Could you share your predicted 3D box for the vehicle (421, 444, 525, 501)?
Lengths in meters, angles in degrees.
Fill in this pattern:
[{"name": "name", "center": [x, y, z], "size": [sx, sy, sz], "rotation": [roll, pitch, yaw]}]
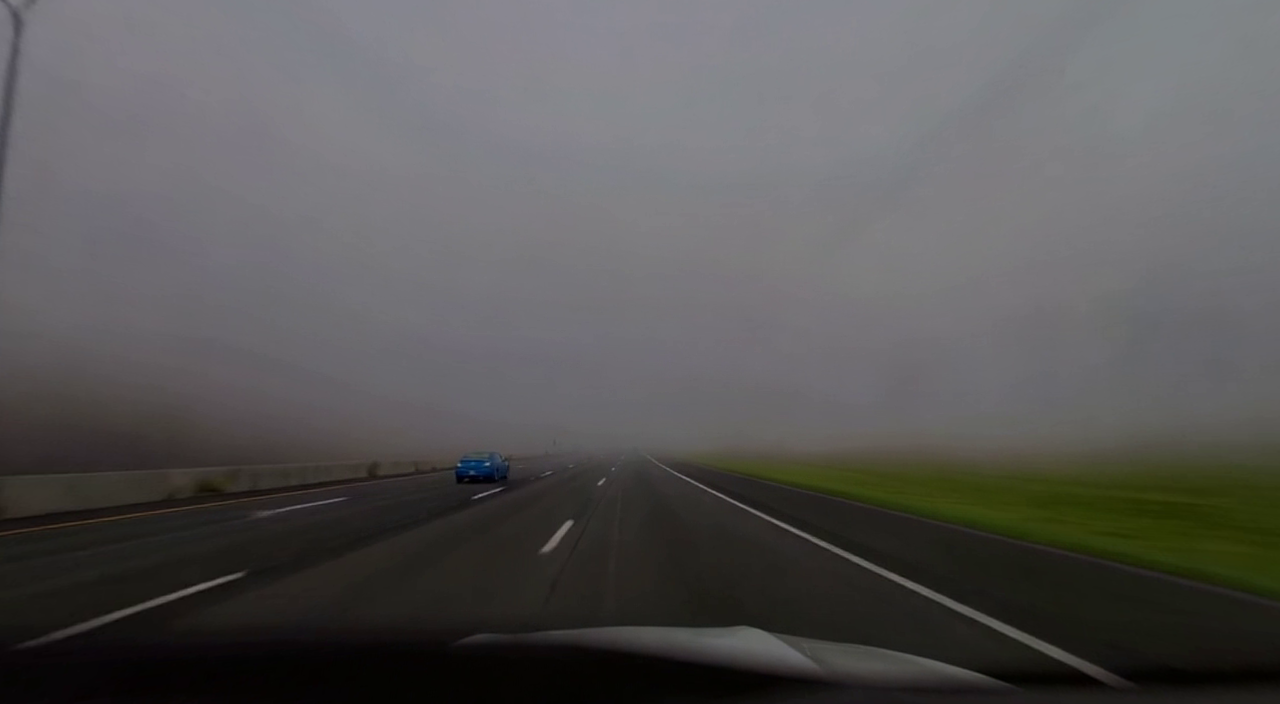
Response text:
[{"name": "vehicle", "center": [-4.976, 3.640, 19.428], "size": [2.121, 1.537, 3.852], "rotation": [0, -9, 0]}]
